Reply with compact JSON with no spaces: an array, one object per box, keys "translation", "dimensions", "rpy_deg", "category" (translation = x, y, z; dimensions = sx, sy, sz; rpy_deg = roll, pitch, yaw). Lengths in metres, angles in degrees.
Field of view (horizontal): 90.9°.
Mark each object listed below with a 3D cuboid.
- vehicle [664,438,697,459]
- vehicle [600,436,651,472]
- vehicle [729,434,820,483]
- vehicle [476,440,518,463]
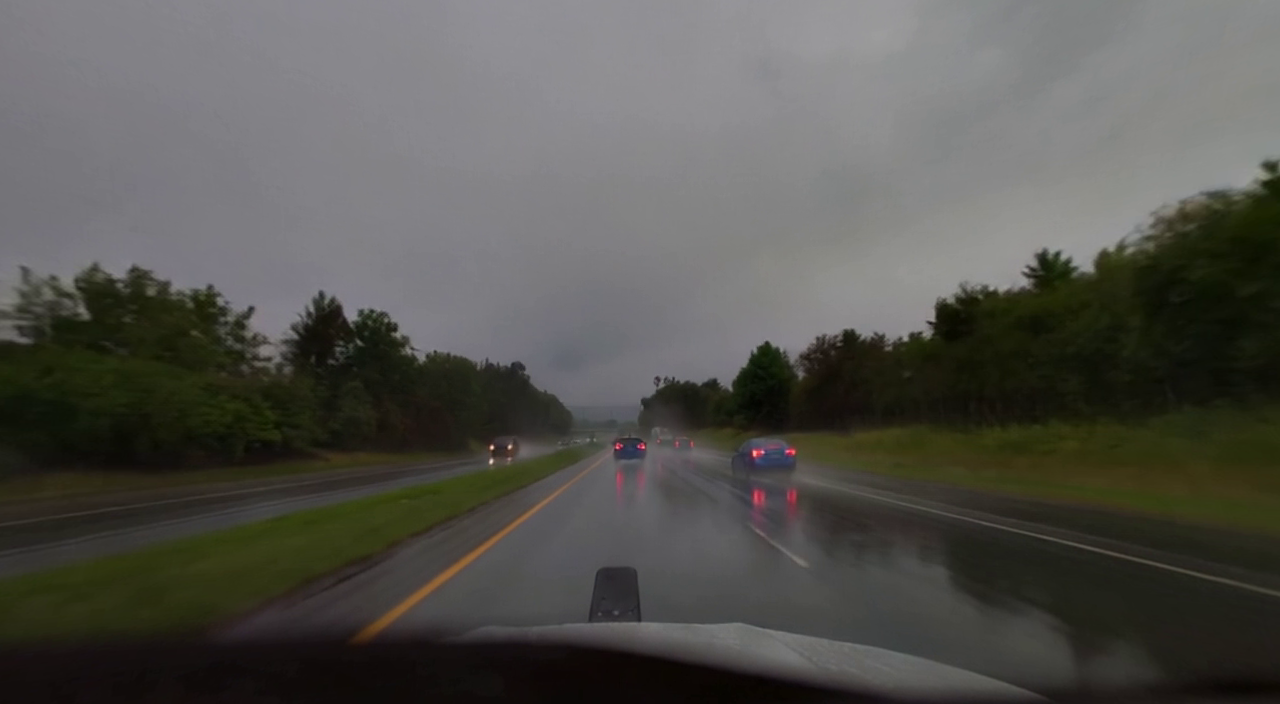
[{"translation":[2.907,7.042,46.318],"dimensions":[2.004,1.469,4.472],"rpy_deg":[0,-8,-2],"category":"vehicle"},{"translation":[-0.626,4.561,28.501],"dimensions":[2.143,1.466,3.693],"rpy_deg":[0,-7,-1],"category":"vehicle"},{"translation":[4.511,3.606,21.829],"dimensions":[2.066,1.526,4.216],"rpy_deg":[0,-8,-2],"category":"vehicle"},{"translation":[-9.622,6.701,42.730],"dimensions":[1.895,1.453,4.000],"rpy_deg":[0,-8,0],"category":"vehicle"}]
